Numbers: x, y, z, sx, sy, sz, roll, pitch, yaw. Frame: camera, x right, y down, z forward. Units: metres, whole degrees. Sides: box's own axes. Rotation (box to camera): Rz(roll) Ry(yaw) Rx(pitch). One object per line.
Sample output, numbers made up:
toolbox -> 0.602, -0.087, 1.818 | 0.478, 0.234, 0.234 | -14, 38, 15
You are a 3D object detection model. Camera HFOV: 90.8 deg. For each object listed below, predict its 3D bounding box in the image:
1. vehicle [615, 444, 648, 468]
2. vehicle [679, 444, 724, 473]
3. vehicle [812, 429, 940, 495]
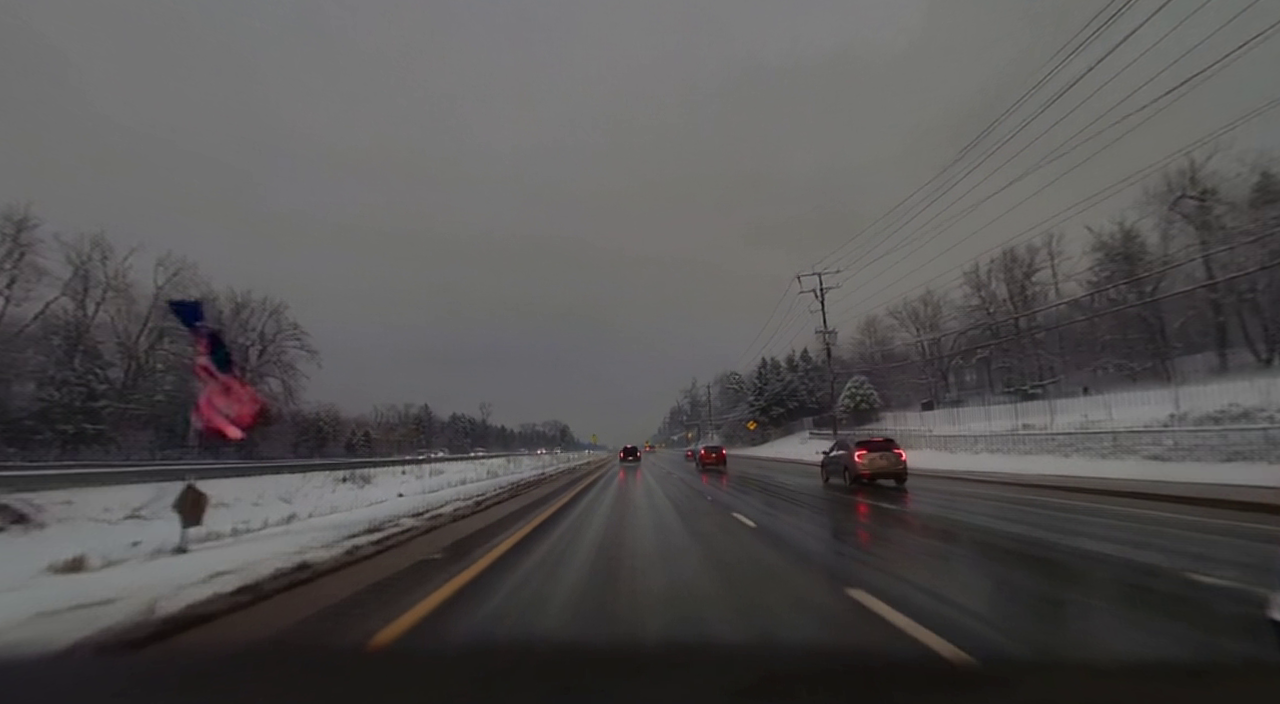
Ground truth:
vehicle -> -0.556, 6.793, 41.498 | 2.085, 1.449, 3.860 | 0, -8, -1
vehicle -> 3.326, 5.837, 35.058 | 1.978, 1.488, 4.252 | 0, -8, -2
vehicle -> 7.217, 3.405, 19.999 | 2.114, 1.800, 4.779 | 0, -8, -1
